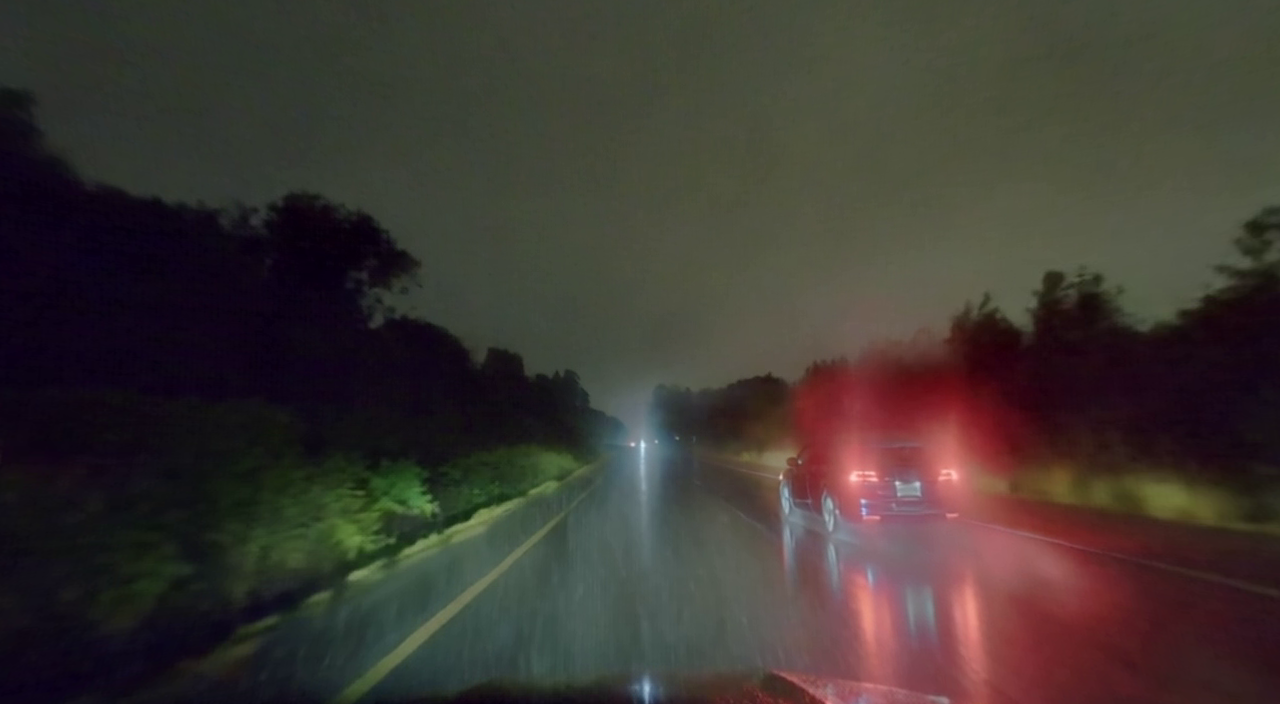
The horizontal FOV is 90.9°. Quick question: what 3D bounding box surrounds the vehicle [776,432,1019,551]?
[{"bbox_3d":[3.711,2.082,10.176,2.003,1.466,4.441,0,-8,0],"label":"vehicle"}]
